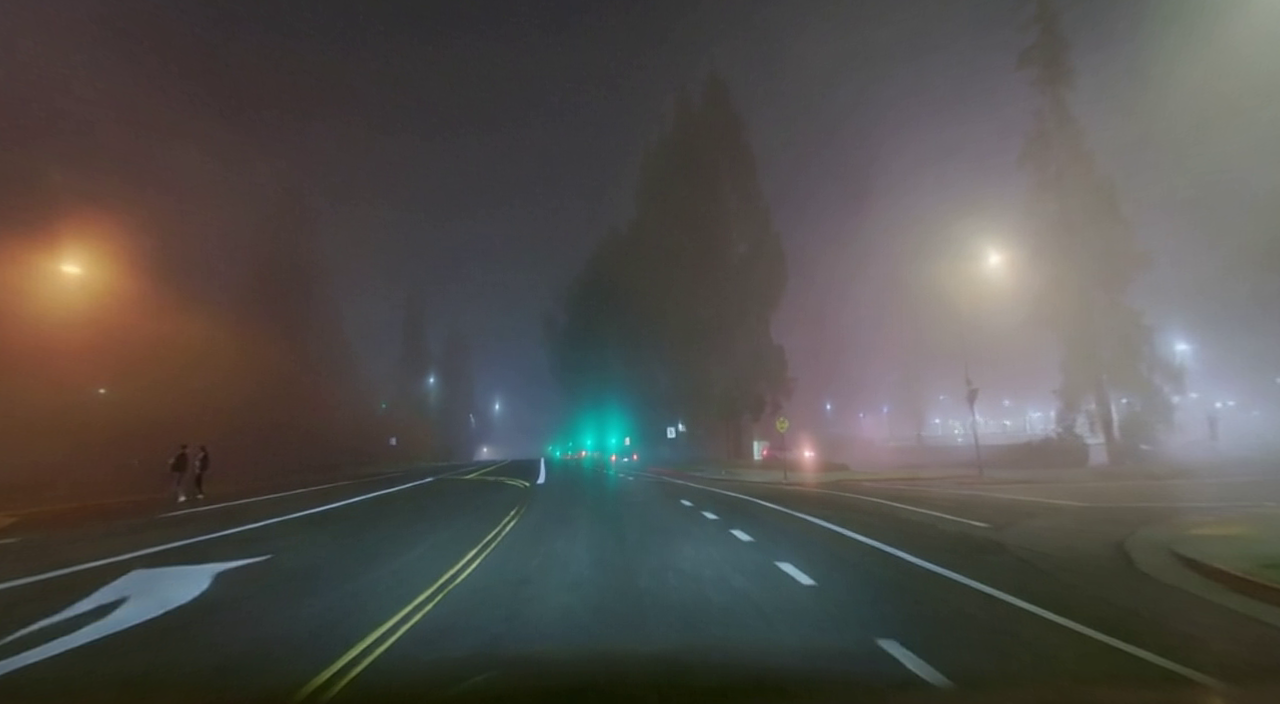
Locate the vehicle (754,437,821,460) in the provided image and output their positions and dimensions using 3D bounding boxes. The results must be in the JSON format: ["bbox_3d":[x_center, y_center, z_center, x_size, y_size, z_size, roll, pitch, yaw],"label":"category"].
[{"bbox_3d":[10.347,6.793,44.448,4.201,1.546,1.749,1,-8,-7],"label":"vehicle"}]

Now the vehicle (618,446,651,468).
[{"bbox_3d":[-0.456,7.947,48.083,1.866,1.492,4.093,1,-8,-10],"label":"vehicle"}]
